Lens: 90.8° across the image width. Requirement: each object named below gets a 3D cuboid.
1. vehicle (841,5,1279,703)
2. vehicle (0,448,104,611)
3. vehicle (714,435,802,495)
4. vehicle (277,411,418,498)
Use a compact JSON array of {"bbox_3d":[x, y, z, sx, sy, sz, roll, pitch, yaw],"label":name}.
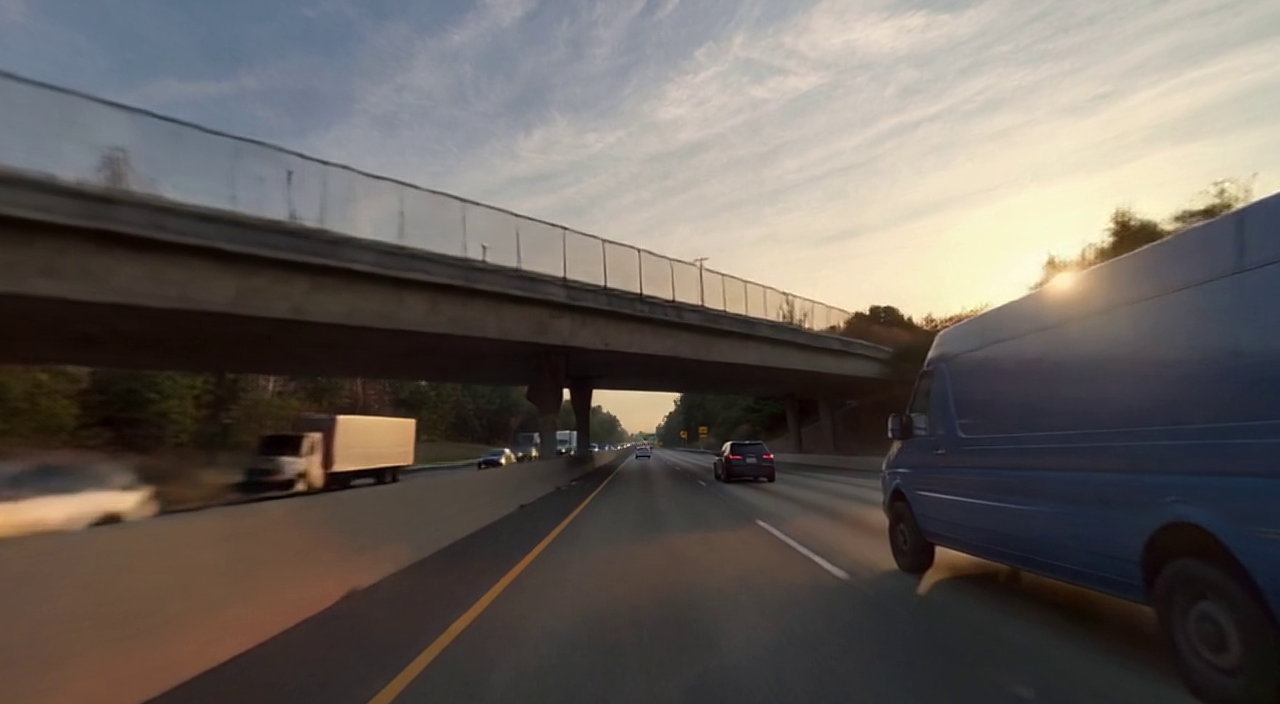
[{"bbox_3d":[3.861,0.468,4.549,2.460,3.155,6.902,0,-9,0],"label":"vehicle"},{"bbox_3d":[-7.616,1.740,5.843,1.828,1.681,3.860,0,-9,0],"label":"vehicle"},{"bbox_3d":[3.703,3.640,20.595,2.009,1.731,4.149,0,-9,-1],"label":"vehicle"},{"bbox_3d":[-14.902,5.352,33.134,3.283,3.956,8.184,0,-9,1],"label":"vehicle"}]
